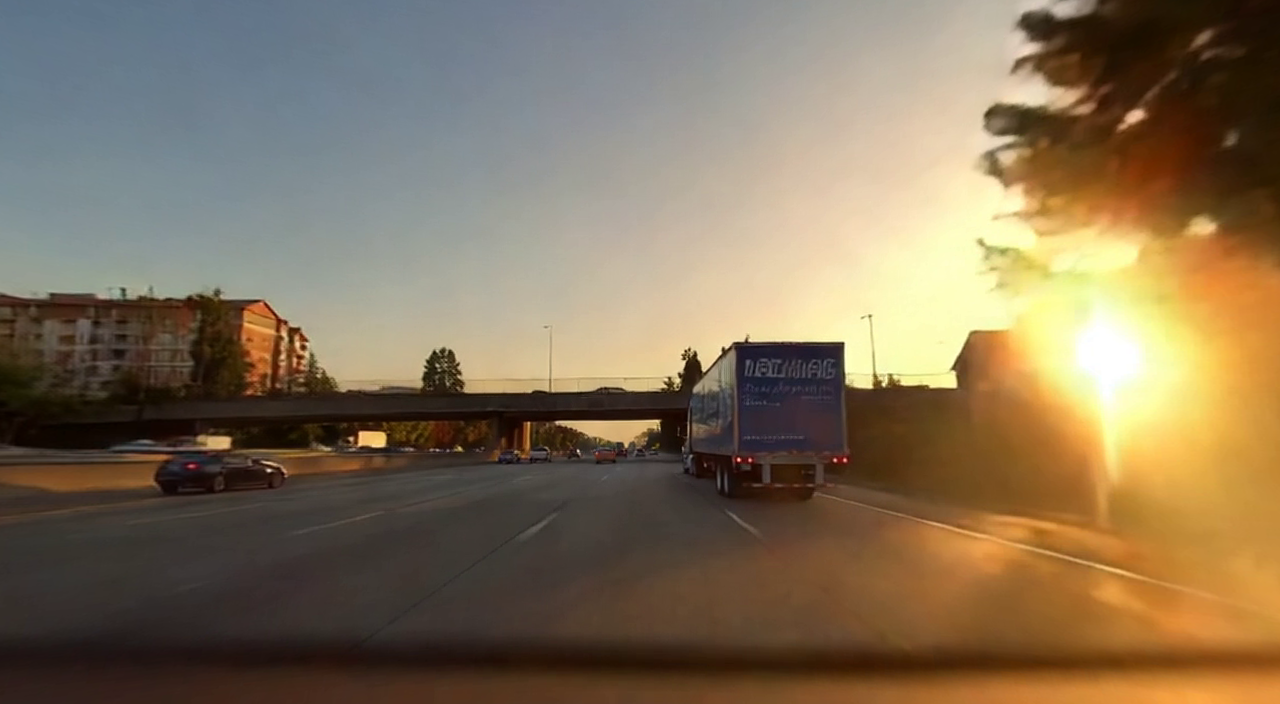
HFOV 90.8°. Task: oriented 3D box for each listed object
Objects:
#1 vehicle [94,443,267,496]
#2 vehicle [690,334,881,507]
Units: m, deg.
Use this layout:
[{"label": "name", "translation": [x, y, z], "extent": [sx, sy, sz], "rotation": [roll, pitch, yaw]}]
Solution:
[{"label": "vehicle", "translation": [-14.503, 3.703, 20.386], "extent": [1.982, 1.471, 4.747], "rotation": [0, -9, 0]}, {"label": "vehicle", "translation": [4.021, 2.743, 22.681], "extent": [3.140, 4.100, 15.551], "rotation": [0, -9, 0]}]
